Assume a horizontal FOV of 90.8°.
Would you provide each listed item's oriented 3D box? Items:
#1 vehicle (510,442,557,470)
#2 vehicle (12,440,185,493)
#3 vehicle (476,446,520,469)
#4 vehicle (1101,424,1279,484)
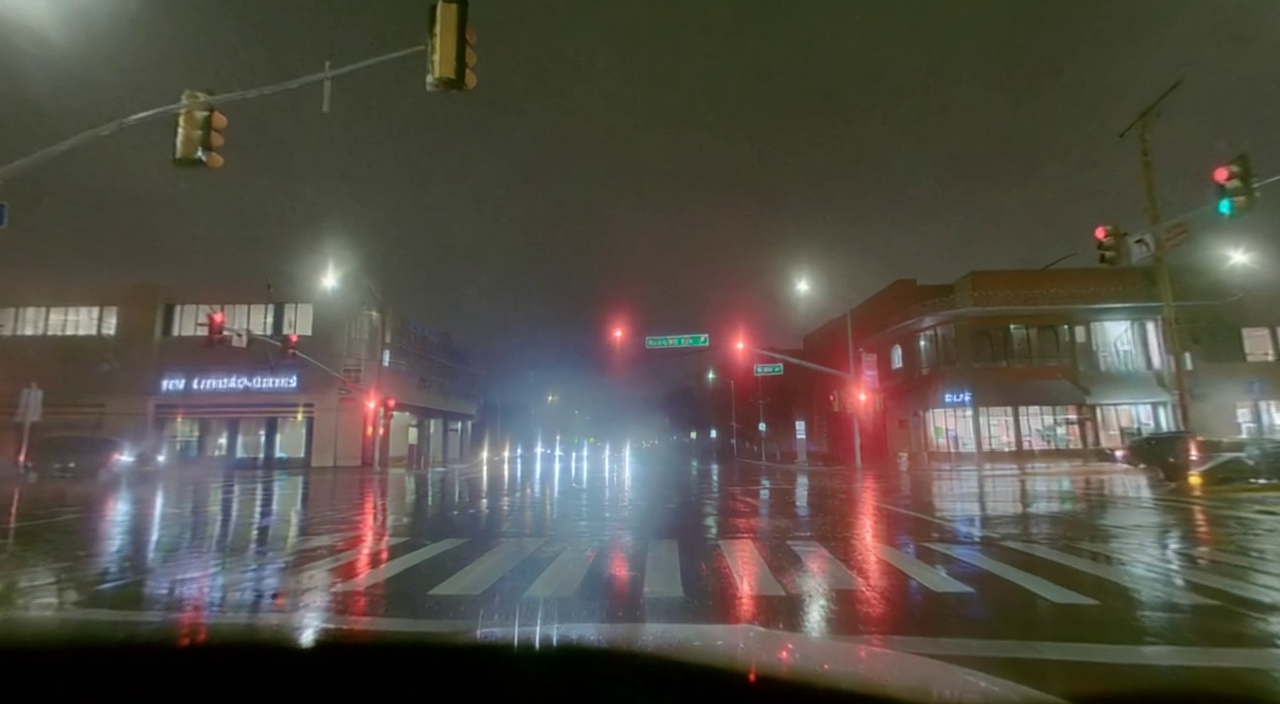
[{"bbox_3d":[-6.780,6.691,40.754,2.181,1.703,4.512,0,-9,1],"label":"vehicle"},{"bbox_3d":[-21.146,4.431,24.769,5.161,1.910,2.275,-2,-9,11],"label":"vehicle"},{"bbox_3d":[-9.859,7.359,44.122,2.106,1.505,4.228,0,-9,0],"label":"vehicle"},{"bbox_3d":[15.408,2.699,16.772,4.651,1.463,1.880,-2,-9,8],"label":"vehicle"}]
